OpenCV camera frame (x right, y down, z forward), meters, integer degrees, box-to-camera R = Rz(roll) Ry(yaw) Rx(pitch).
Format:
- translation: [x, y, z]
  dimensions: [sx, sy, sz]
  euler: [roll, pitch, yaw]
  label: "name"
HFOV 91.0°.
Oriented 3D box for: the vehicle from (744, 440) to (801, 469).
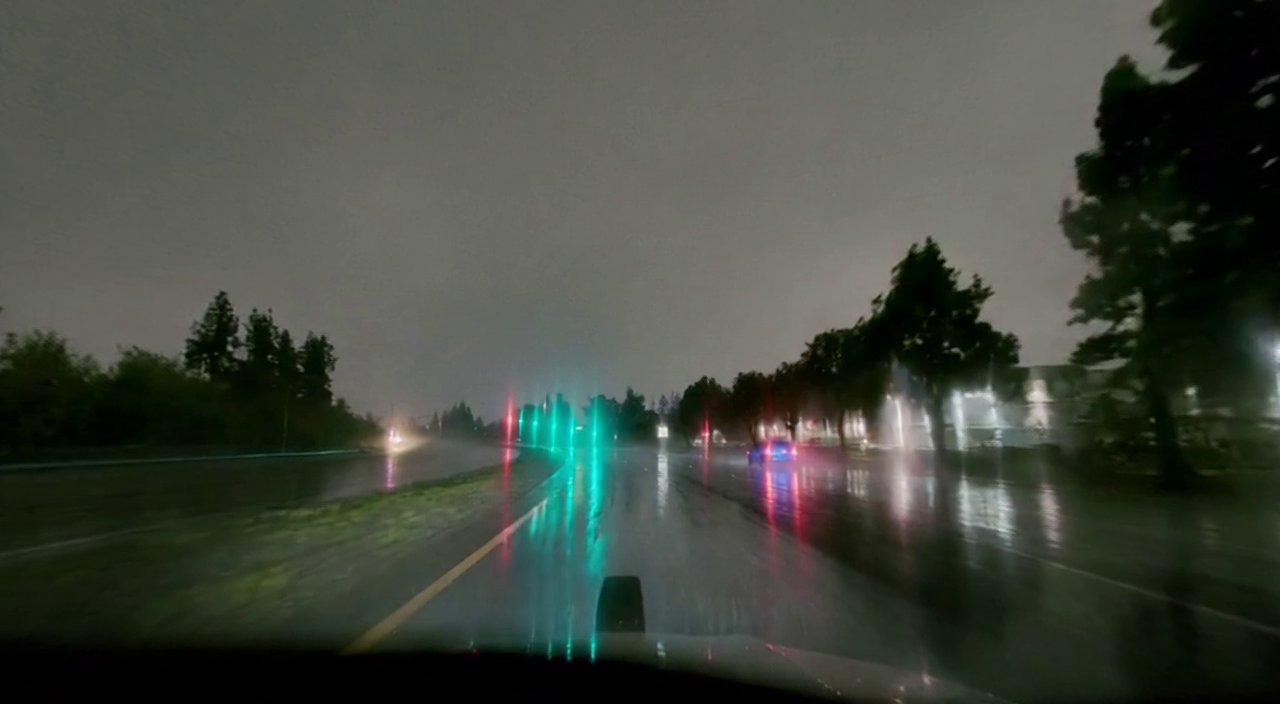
- translation: [7.390, 5.759, 35.550]
  dimensions: [1.908, 1.483, 4.474]
  euler: [1, -8, -5]
  label: "vehicle"
